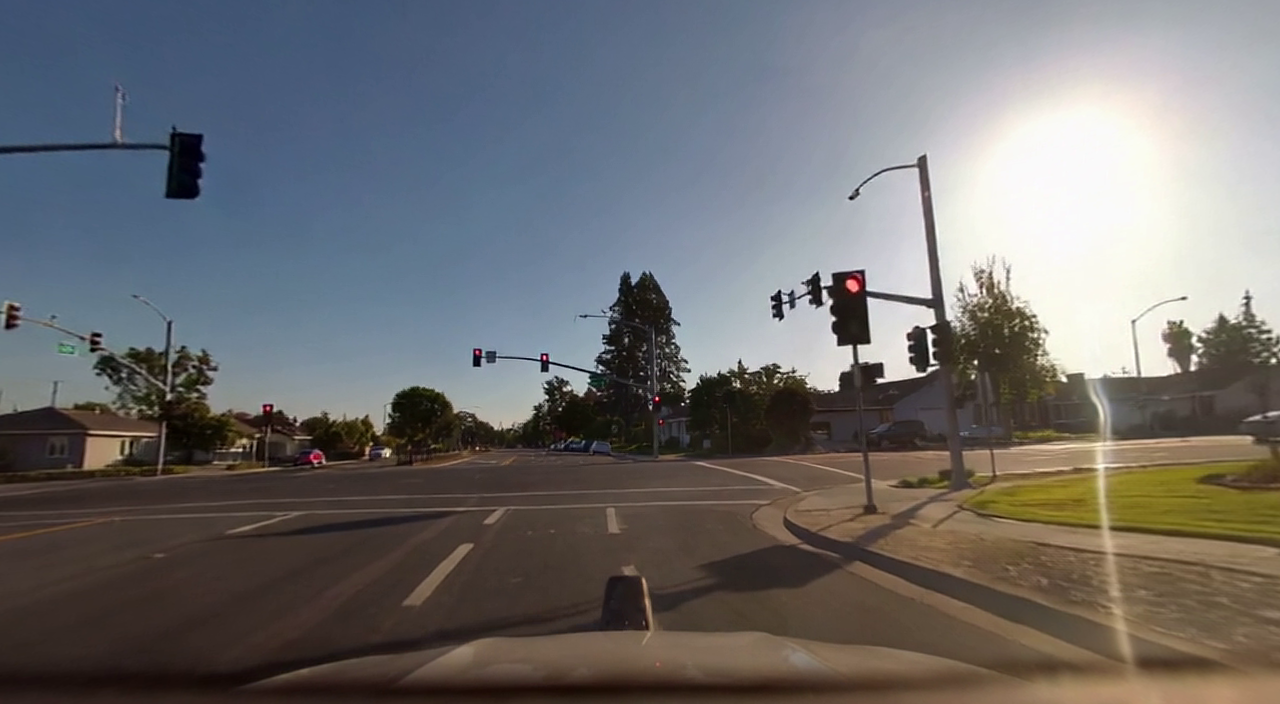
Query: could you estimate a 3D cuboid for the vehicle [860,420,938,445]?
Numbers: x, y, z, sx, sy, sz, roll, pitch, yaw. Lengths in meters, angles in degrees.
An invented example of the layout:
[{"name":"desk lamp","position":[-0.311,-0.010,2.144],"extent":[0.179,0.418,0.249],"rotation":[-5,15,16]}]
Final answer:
[{"name":"vehicle","position":[18.415,5.727,44.937],"extent":[4.681,1.712,1.976],"rotation":[0,-8,-4]}]
